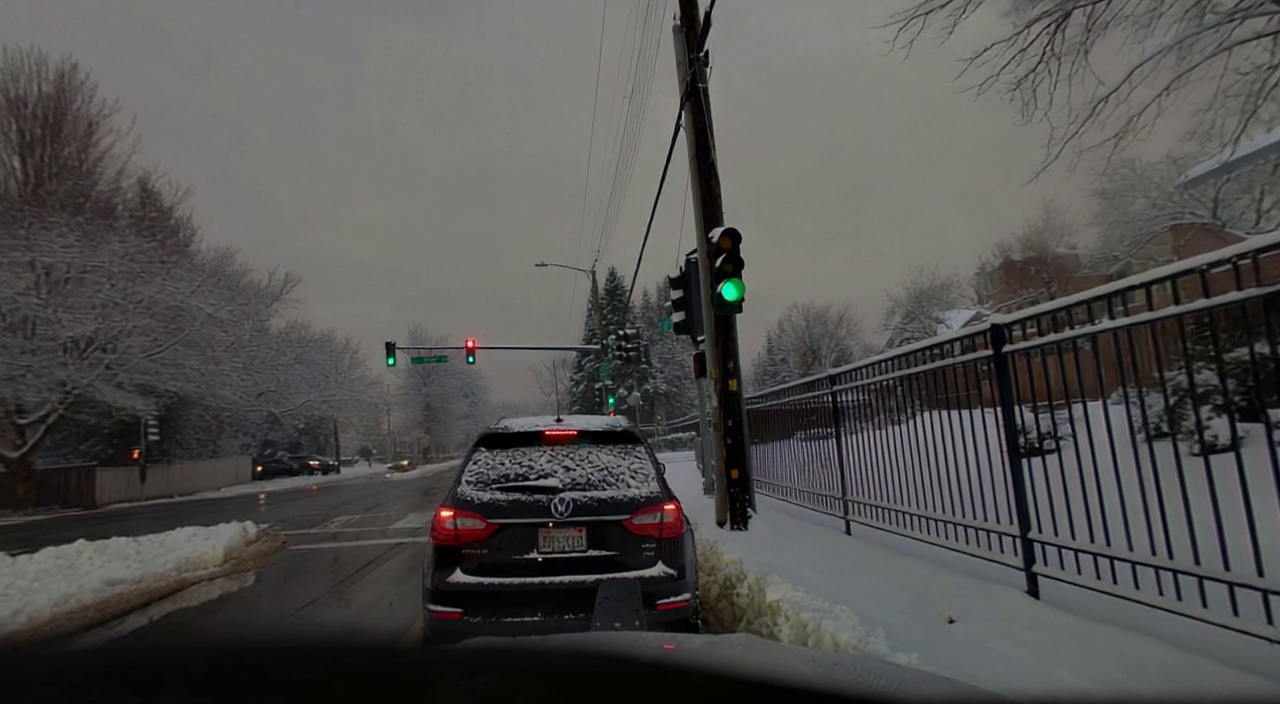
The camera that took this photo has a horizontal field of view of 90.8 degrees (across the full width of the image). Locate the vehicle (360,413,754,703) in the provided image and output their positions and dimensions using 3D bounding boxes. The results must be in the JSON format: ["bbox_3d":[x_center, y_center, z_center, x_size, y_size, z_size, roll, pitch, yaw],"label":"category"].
[{"bbox_3d":[-0.680,1.352,5.181,2.024,1.502,3.702,1,-9,-9],"label":"vehicle"}]
